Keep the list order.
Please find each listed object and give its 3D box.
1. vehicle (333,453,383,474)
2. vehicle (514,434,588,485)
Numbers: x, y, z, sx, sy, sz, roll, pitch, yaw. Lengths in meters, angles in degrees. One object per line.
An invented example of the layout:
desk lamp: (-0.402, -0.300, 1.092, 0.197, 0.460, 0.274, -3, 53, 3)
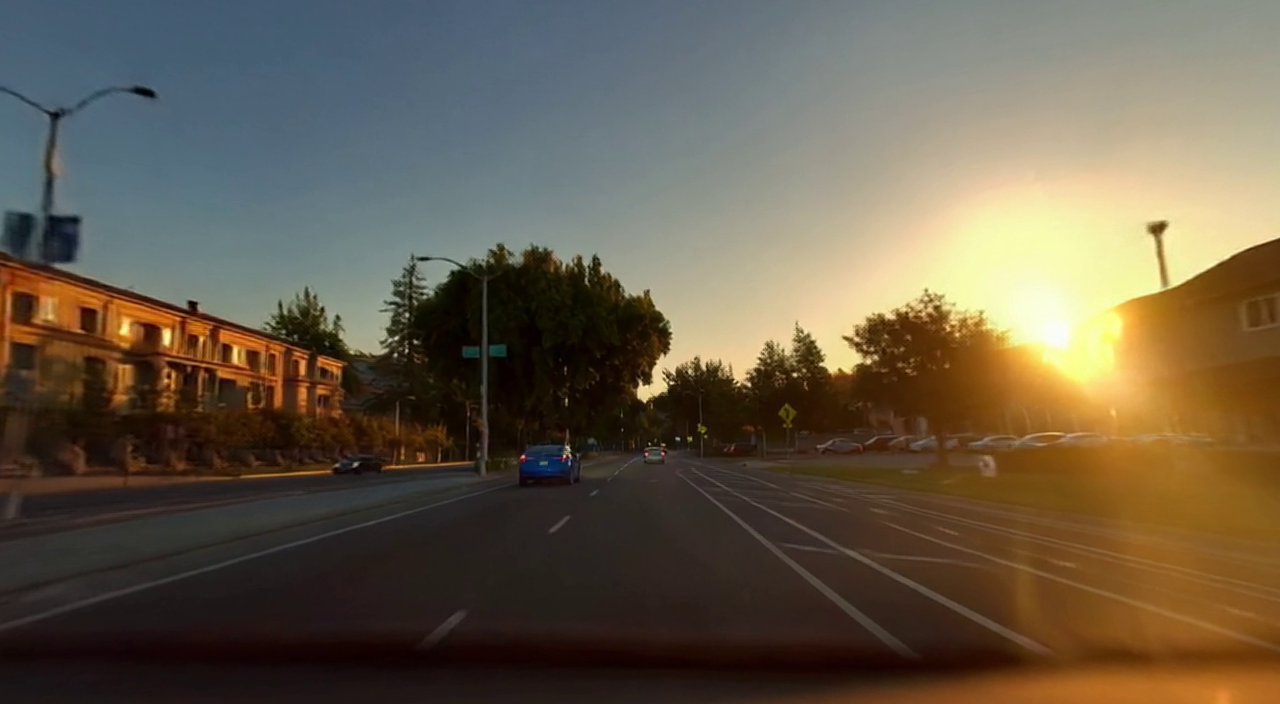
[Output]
vehicle: (-22.033, 8.701, 49.411, 1.848, 1.498, 4.270, 0, -8, 1)
vehicle: (-3.385, 4.171, 24.845, 2.150, 1.812, 4.423, 0, -8, 1)
